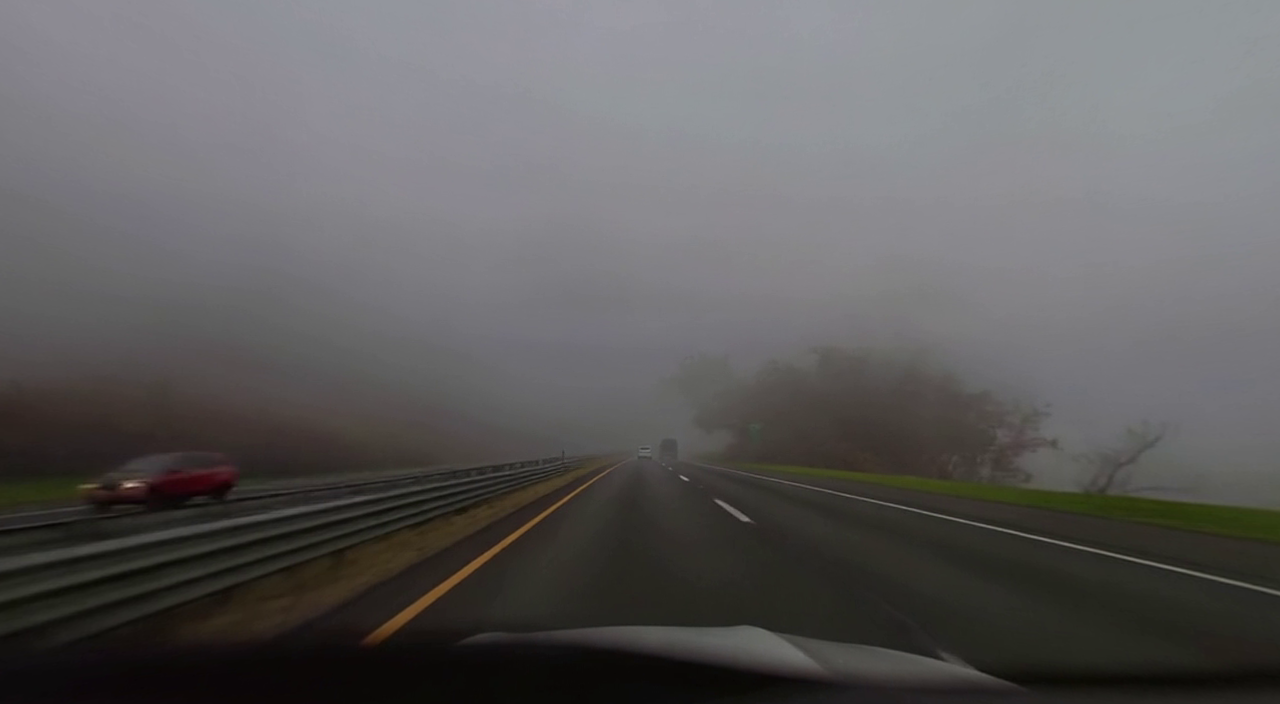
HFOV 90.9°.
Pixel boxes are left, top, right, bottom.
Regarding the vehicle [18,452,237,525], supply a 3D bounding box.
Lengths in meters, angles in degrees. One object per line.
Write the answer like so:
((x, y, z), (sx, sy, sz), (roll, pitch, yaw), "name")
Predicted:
((-13.295, 3.508, 16.835), (1.993, 1.537, 4.613), (-3, -9, 0), "vehicle")
